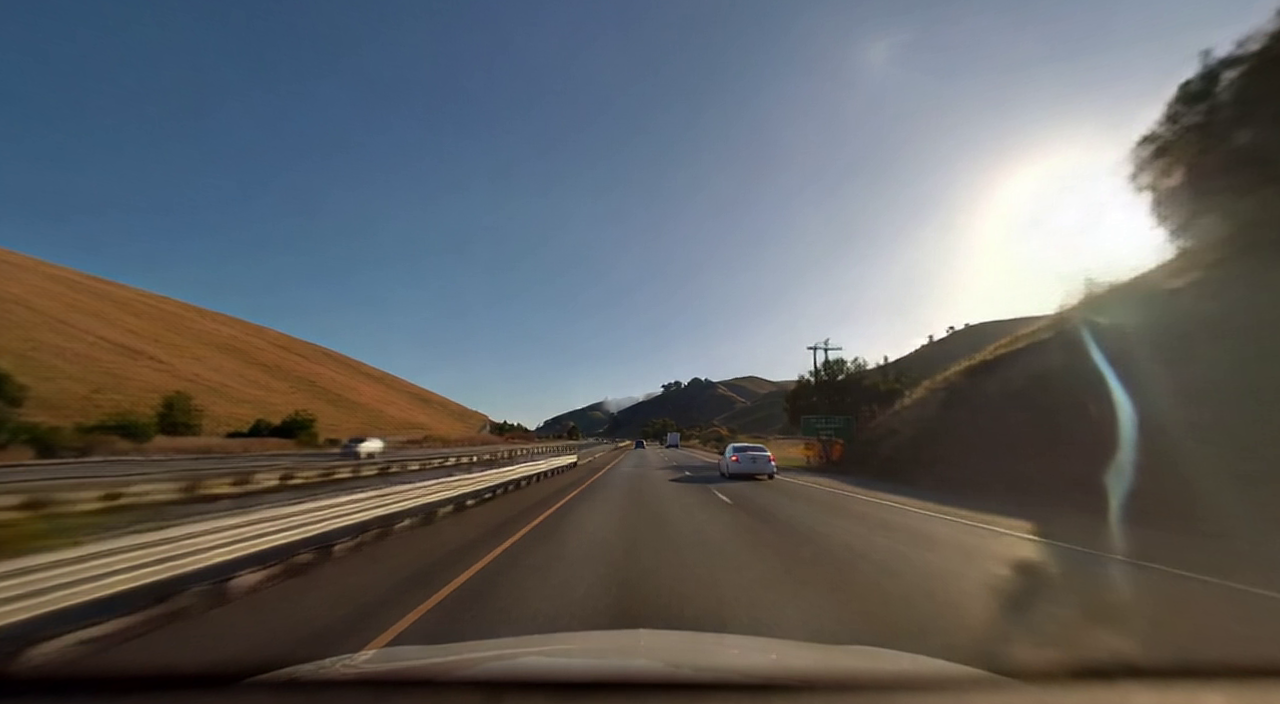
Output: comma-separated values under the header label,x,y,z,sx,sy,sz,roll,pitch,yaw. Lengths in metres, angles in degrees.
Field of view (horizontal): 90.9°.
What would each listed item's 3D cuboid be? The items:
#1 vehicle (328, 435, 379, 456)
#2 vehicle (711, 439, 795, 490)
label,x,y,z,sx,sy,sz,roll,pitch,yaw
vehicle,-21.769,7.128,48.108,1.801,1.462,4.488,0,-8,0
vehicle,3.705,3.747,21.500,1.960,1.516,4.657,0,-8,-1
